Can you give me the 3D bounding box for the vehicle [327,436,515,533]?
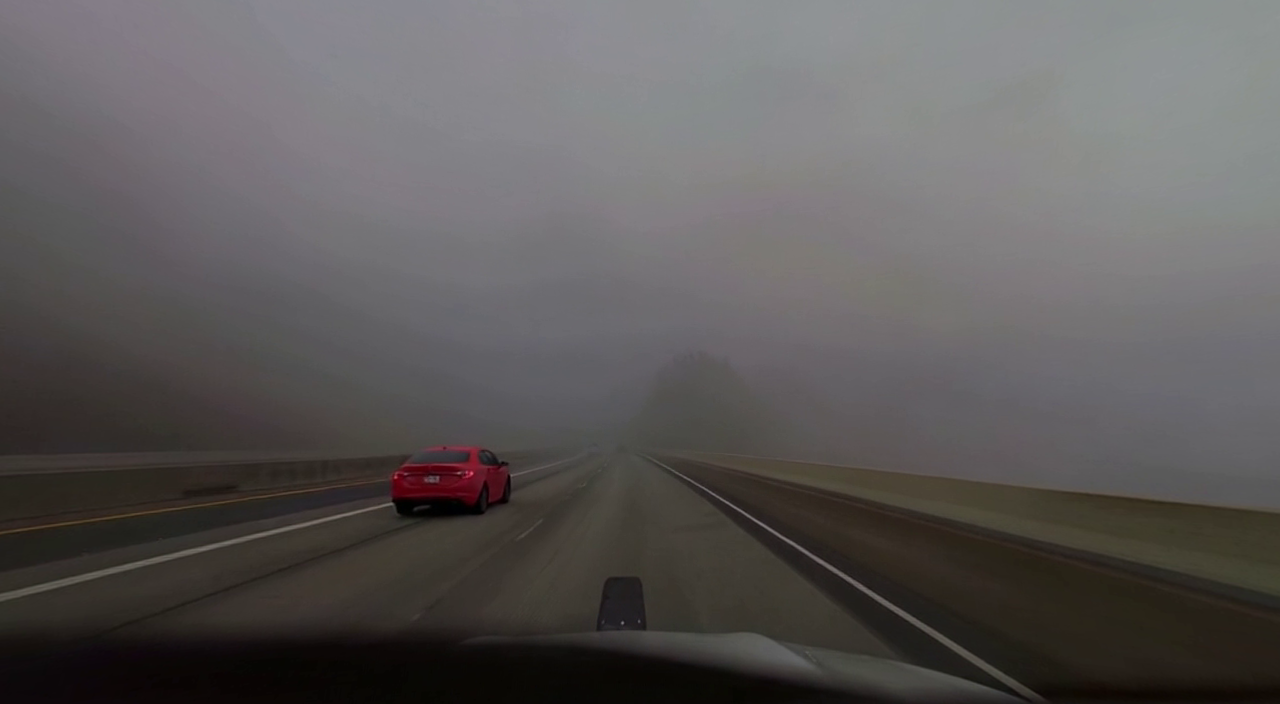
[{"bbox_3d":[-3.934,2.461,12.330,2.017,1.522,4.569,0,-9,0],"label":"vehicle"}]
